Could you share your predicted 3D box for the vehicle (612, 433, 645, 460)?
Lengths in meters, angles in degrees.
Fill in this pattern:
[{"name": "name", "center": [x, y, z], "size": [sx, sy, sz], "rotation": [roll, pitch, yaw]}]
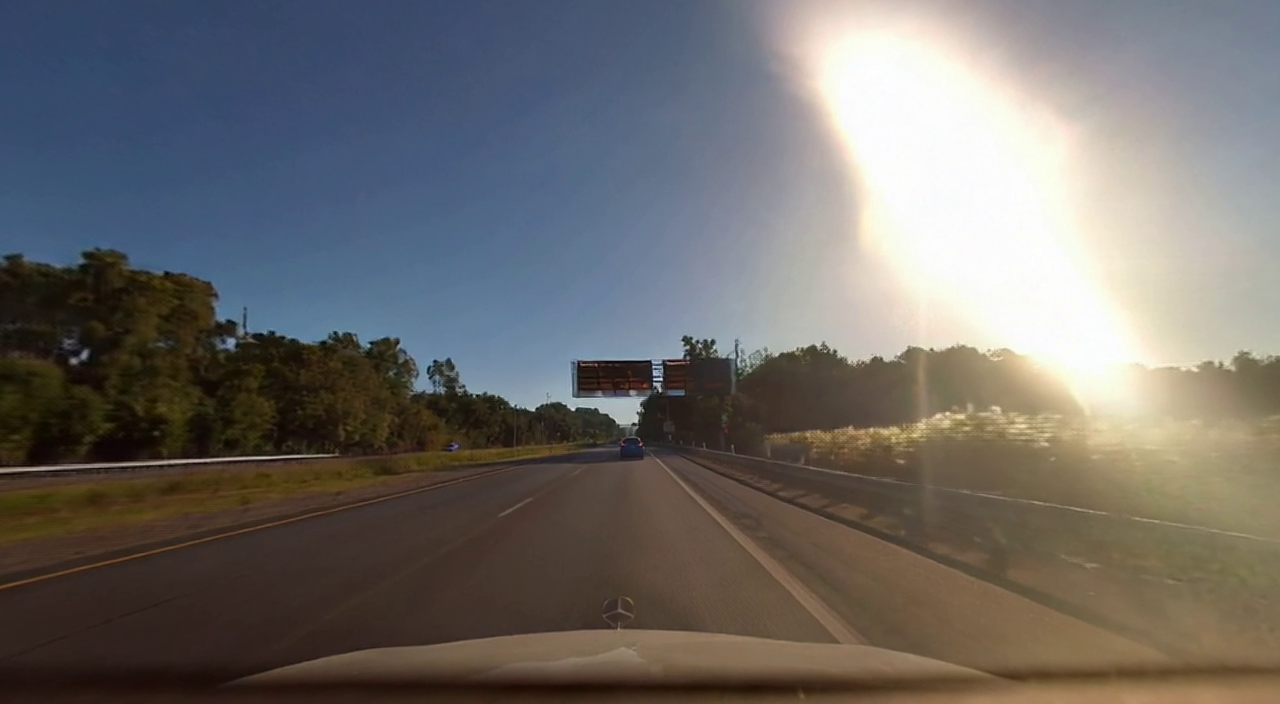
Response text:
[{"name": "vehicle", "center": [-0.770, 6.507, 43.531], "size": [2.180, 1.717, 4.139], "rotation": [0, -8, -1]}]
